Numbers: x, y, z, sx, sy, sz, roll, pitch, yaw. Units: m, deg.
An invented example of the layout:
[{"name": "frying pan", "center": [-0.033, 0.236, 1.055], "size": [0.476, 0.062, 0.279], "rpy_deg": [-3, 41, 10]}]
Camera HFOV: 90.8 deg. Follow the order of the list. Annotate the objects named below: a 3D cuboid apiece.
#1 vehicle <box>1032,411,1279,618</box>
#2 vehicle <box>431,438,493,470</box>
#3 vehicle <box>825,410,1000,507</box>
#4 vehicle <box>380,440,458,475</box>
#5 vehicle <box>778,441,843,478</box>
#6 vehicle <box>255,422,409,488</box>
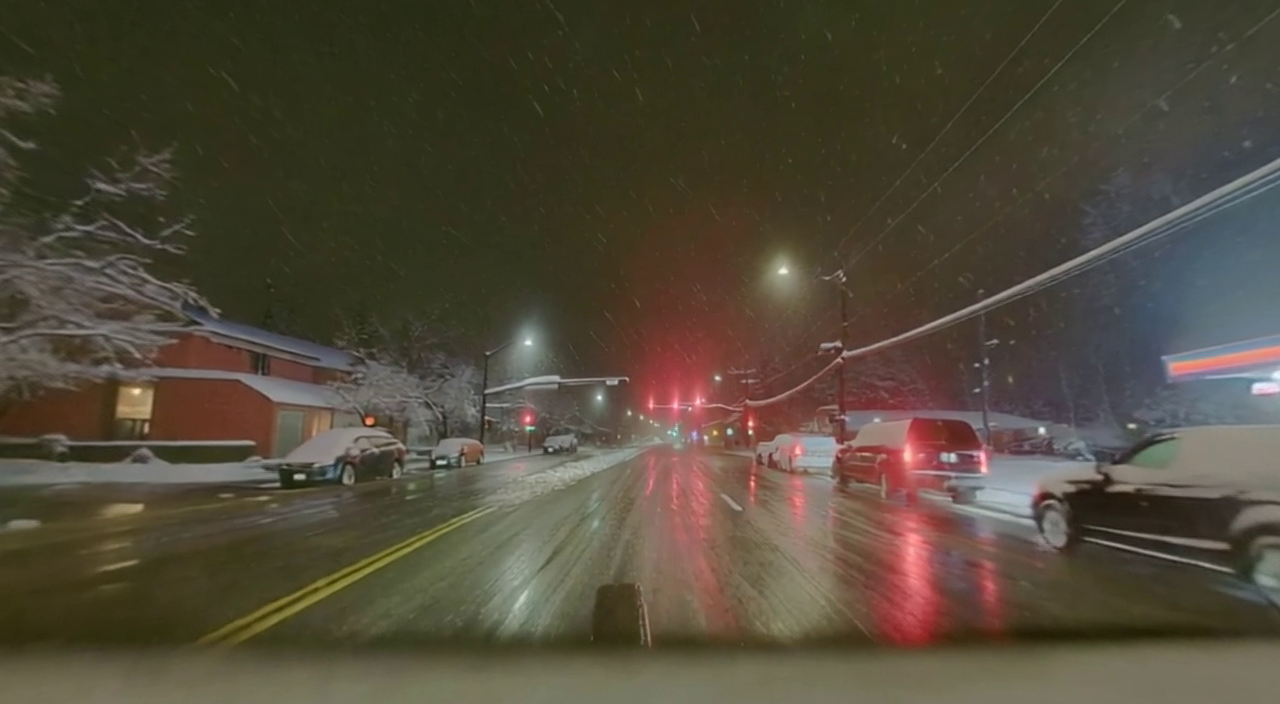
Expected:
[{"name": "vehicle", "center": [6.384, 1.476, 6.054], "size": [1.995, 1.720, 5.067], "rpy_deg": [0, -9, 0]}, {"name": "vehicle", "center": [-9.807, 5.644, 35.251], "size": [1.954, 1.652, 4.440], "rpy_deg": [-1, -9, 3]}, {"name": "vehicle", "center": [6.822, 2.775, 16.831], "size": [2.181, 2.103, 6.044], "rpy_deg": [-1, -9, 3]}, {"name": "vehicle", "center": [-10.058, 4.819, 29.136], "size": [1.785, 1.478, 4.329], "rpy_deg": [-1, -9, 4]}, {"name": "vehicle", "center": [7.175, 4.548, 27.016], "size": [1.738, 1.436, 4.232], "rpy_deg": [0, -9, 2]}, {"name": "vehicle", "center": [-10.422, 3.566, 22.098], "size": [2.214, 1.994, 5.721], "rpy_deg": [-1, -9, 3]}]
